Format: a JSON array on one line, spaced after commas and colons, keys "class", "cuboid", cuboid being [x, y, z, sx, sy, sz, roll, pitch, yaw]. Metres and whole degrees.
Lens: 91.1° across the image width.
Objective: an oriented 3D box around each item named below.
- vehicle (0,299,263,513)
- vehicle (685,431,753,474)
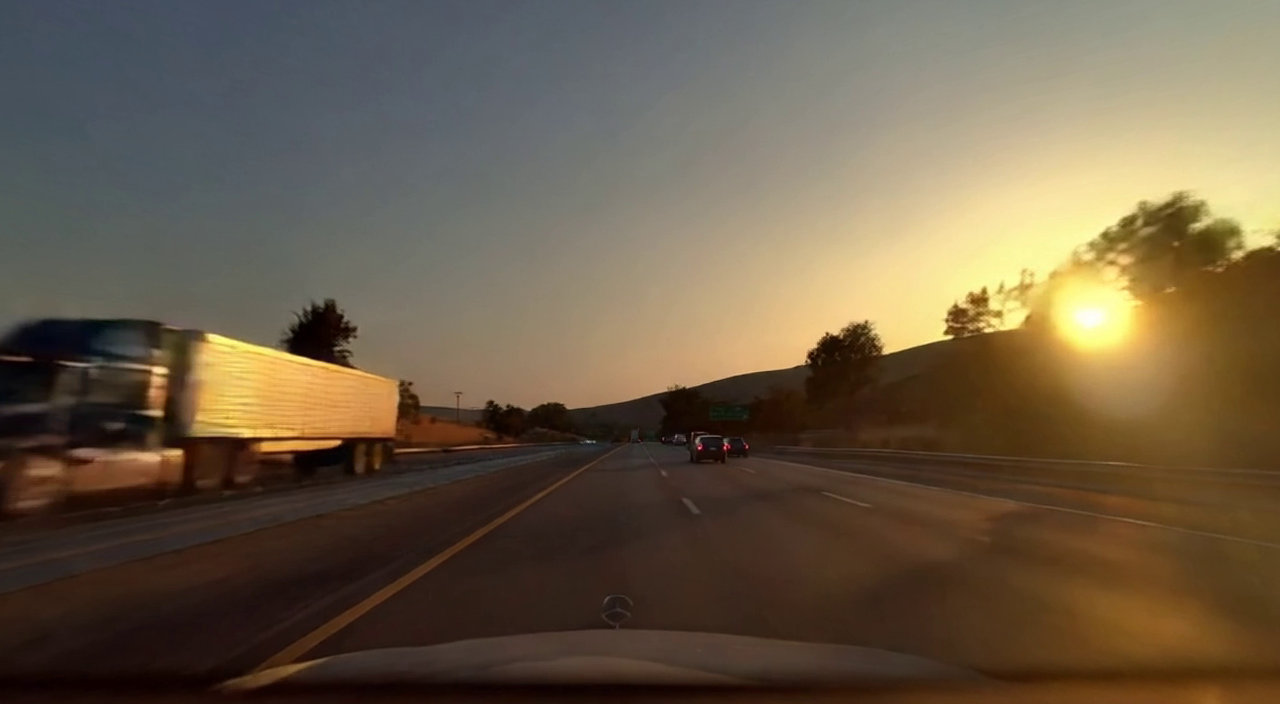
[{"class": "vehicle", "cuboid": [-12.350, 1.387, 14.853, 2.955, 4.003, 6.220, 0, -8, -1]}, {"class": "vehicle", "cuboid": [3.095, 4.038, 25.586, 2.084, 1.583, 4.420, 0, -8, -1]}]
